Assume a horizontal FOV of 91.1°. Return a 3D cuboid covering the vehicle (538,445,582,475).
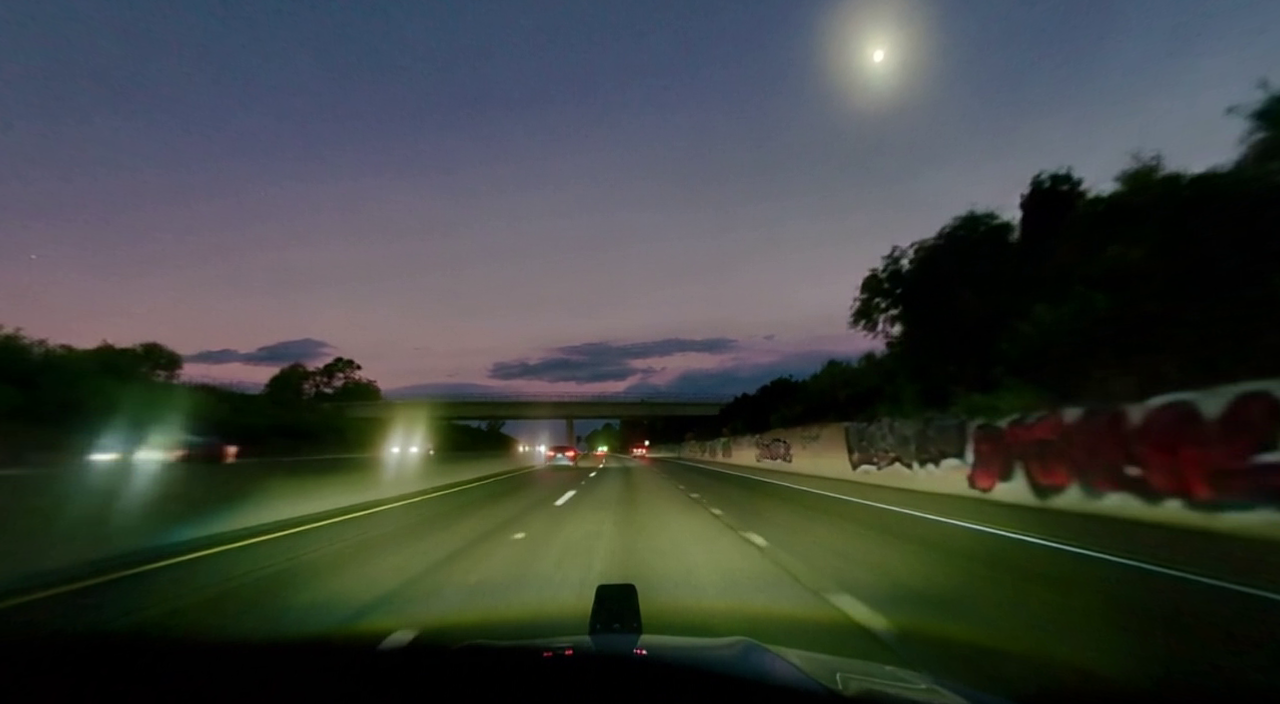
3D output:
[{"bbox_3d":[-4.099,5.605,32.778,1.871,1.459,3.771,0,-9,-1],"label":"vehicle"}]
